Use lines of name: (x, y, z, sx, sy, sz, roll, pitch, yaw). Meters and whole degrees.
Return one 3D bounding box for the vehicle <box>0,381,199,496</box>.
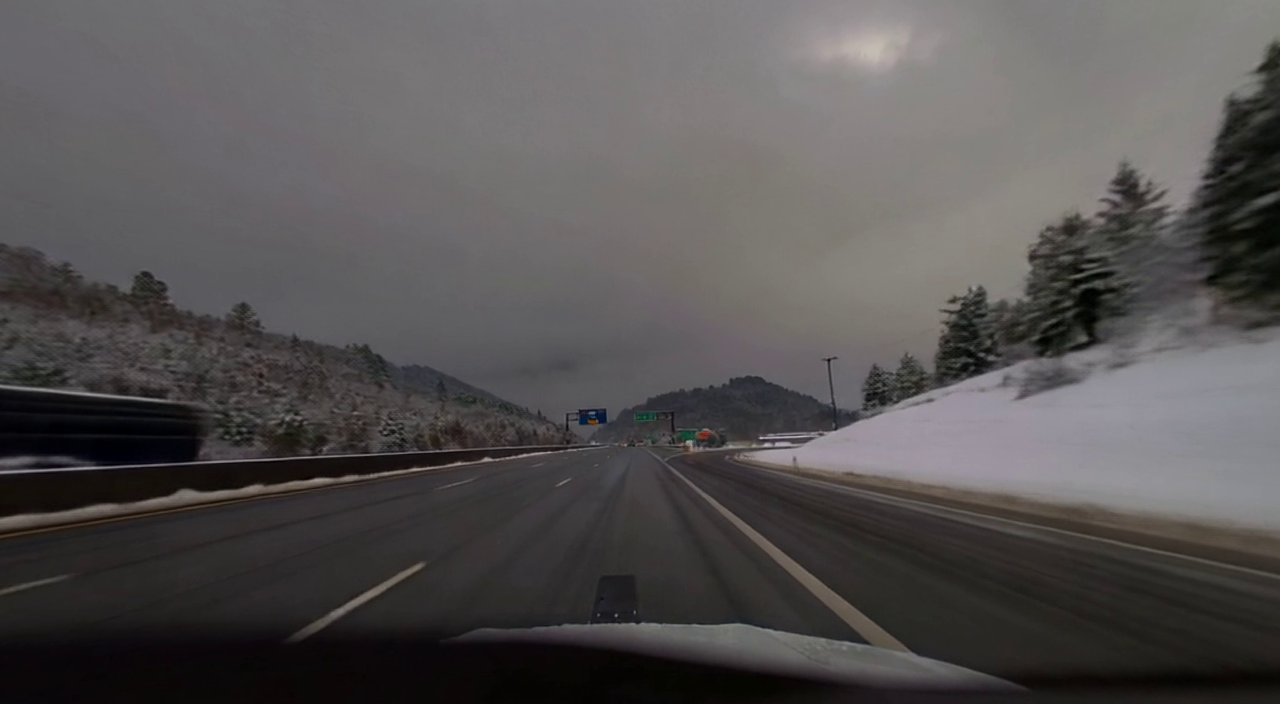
vehicle: (-24.265, 3.425, 24.787, 2.910, 4.051, 15.366, 0, -8, -1)
